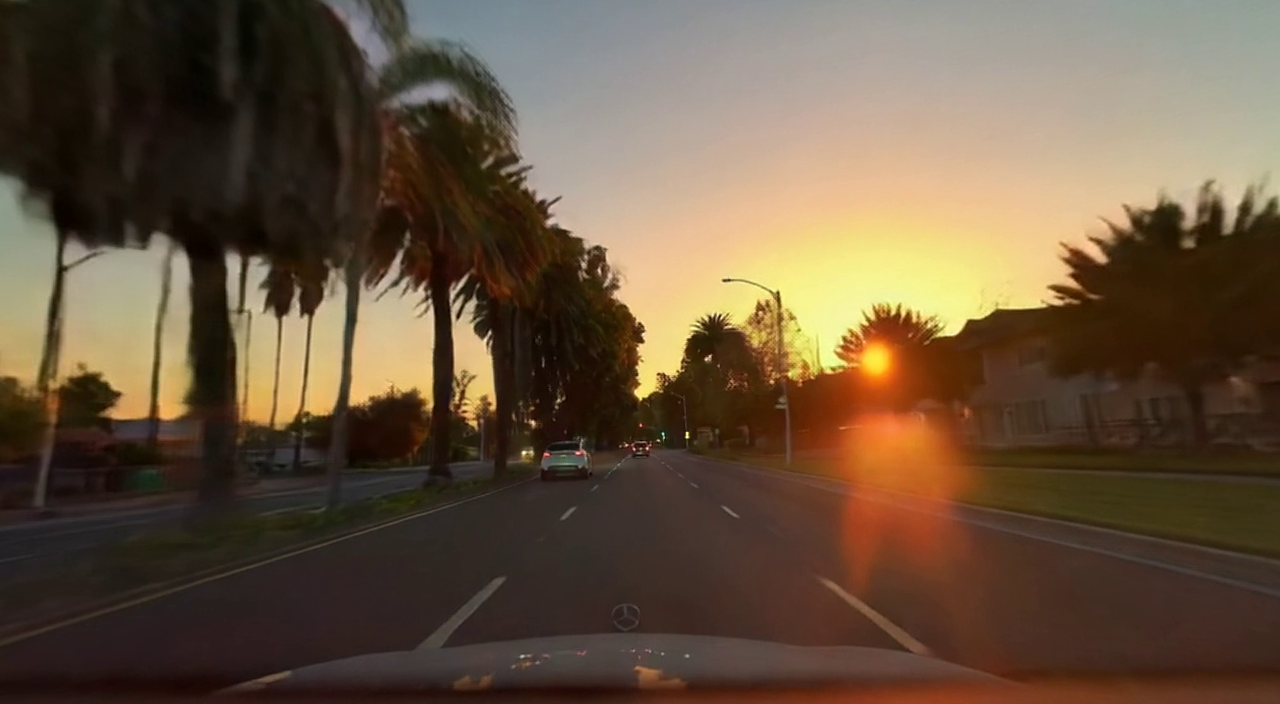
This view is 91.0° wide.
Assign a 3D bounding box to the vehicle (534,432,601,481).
[{"bbox_3d":[-3.158,4.768,28.908,2.370,1.968,5.698,0,-9,0],"label":"vehicle"}]
